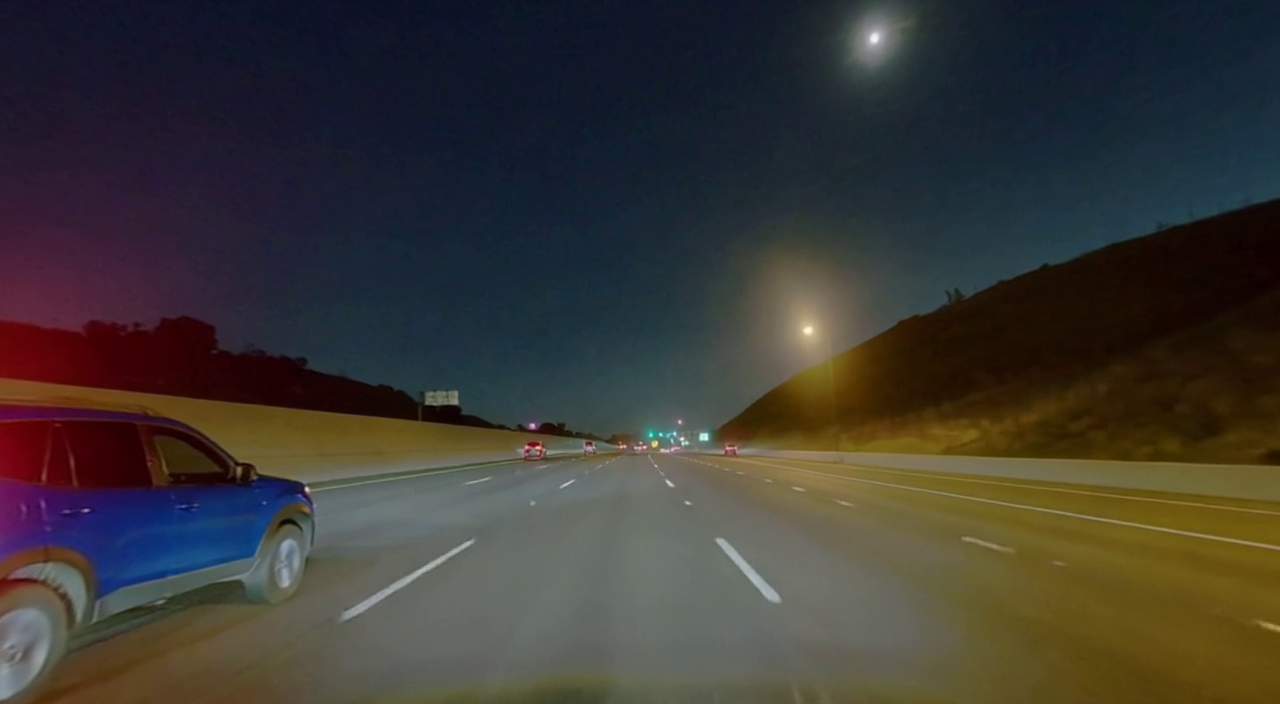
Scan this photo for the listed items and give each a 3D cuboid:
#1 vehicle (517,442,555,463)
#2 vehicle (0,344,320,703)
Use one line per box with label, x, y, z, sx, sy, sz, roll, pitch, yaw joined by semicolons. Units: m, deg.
vehicle;-7.781;7.570;47.647;2.054;1.474;4.450;0;-9;1
vehicle;-3.665;0.867;2.825;2.047;1.715;4.689;0;-9;-1
